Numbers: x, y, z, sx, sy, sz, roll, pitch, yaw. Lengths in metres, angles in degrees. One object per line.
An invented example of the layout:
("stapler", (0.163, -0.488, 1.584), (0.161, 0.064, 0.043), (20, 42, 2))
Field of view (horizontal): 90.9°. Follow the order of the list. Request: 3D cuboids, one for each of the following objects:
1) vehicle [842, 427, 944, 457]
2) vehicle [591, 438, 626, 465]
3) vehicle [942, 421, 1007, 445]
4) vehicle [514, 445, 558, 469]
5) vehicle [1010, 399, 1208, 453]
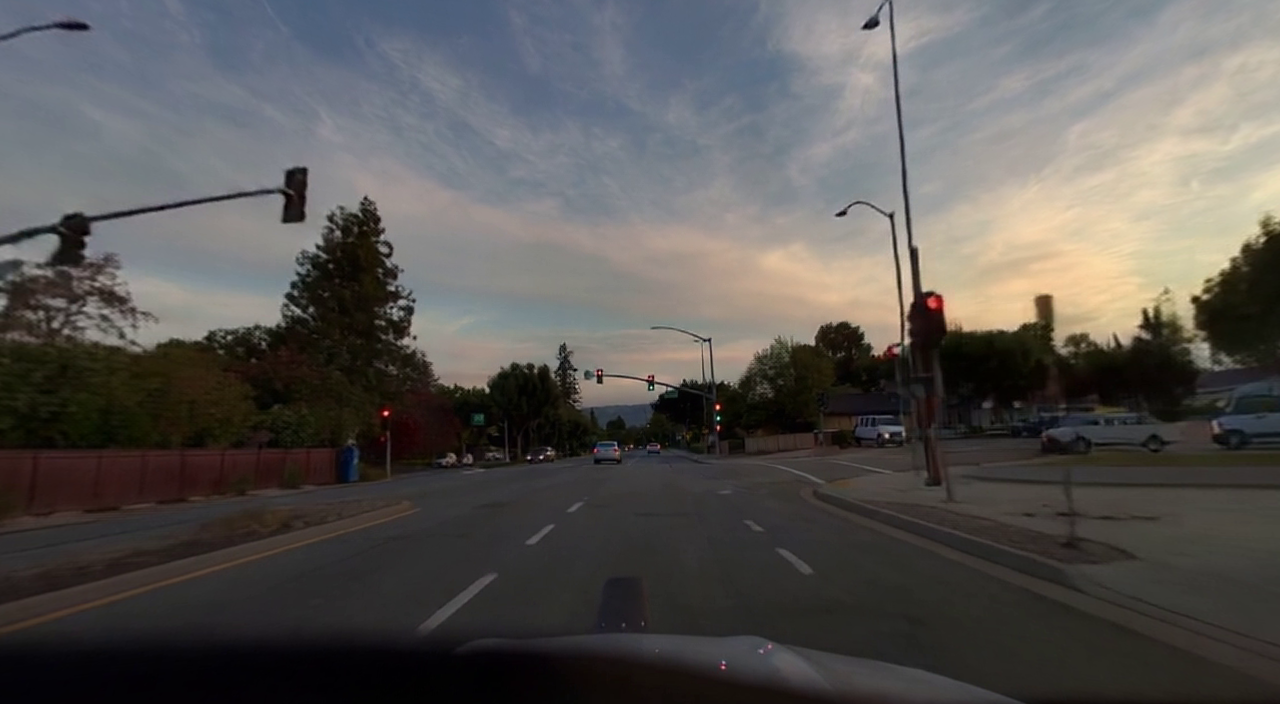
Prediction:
("vehicle", (13.468, 4.828, 33.749), (4.665, 1.498, 1.866), (0, -8, -3))
("vehicle", (-2.150, 6.905, 43.822), (2.084, 1.701, 4.734), (-1, -8, 1))
("vehicle", (23.475, 5.756, 44.418), (1.809, 1.477, 4.381), (-3, -8, -5))
("vehicle", (-7.159, 7.274, 43.849), (2.122, 1.602, 4.369), (-1, -8, 2))
("vehicle", (18.943, 3.041, 25.687), (6.313, 2.043, 2.272), (0, -8, -3))
